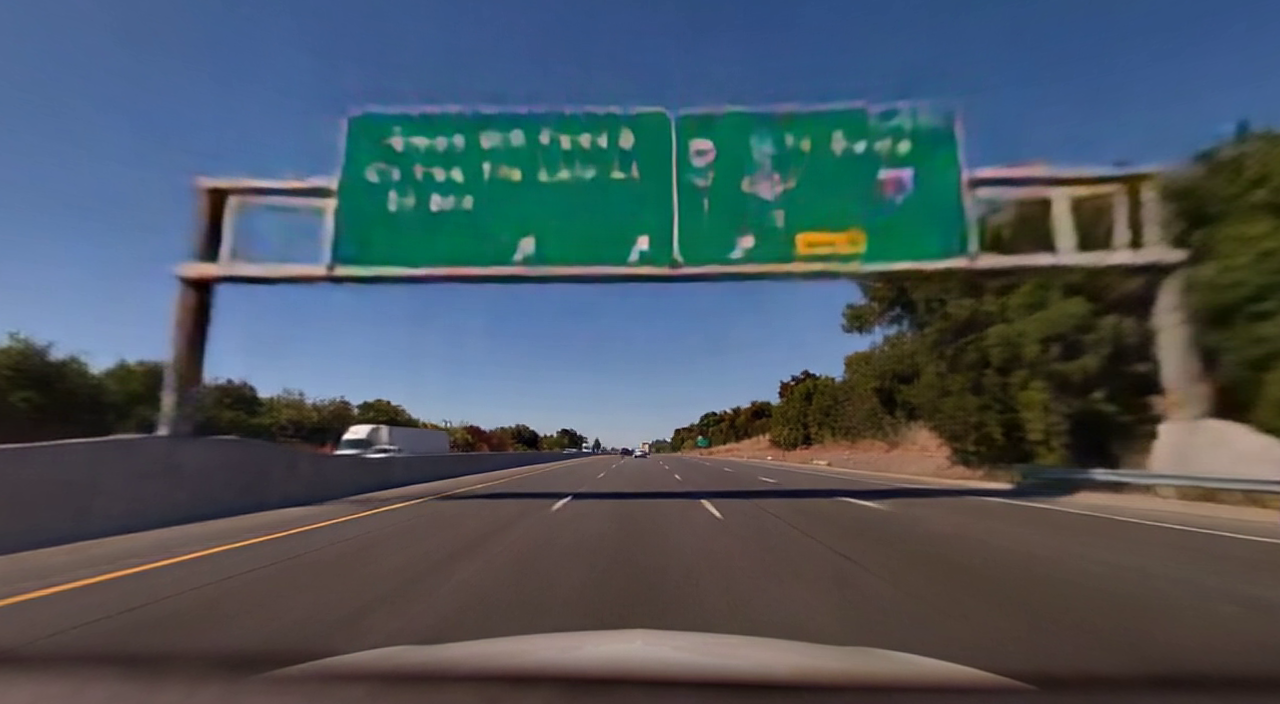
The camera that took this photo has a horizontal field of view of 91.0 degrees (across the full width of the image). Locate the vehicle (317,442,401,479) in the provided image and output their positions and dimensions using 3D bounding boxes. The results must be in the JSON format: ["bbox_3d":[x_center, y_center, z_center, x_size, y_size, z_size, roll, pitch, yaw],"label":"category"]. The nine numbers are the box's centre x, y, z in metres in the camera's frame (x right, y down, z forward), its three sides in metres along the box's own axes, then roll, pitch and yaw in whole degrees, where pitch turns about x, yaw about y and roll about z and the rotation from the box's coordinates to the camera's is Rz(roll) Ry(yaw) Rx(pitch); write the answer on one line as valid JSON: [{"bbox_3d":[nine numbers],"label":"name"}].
[{"bbox_3d":[-17.045,6.593,38.675,2.300,2.045,5.945,0,-9,1],"label":"vehicle"}]
